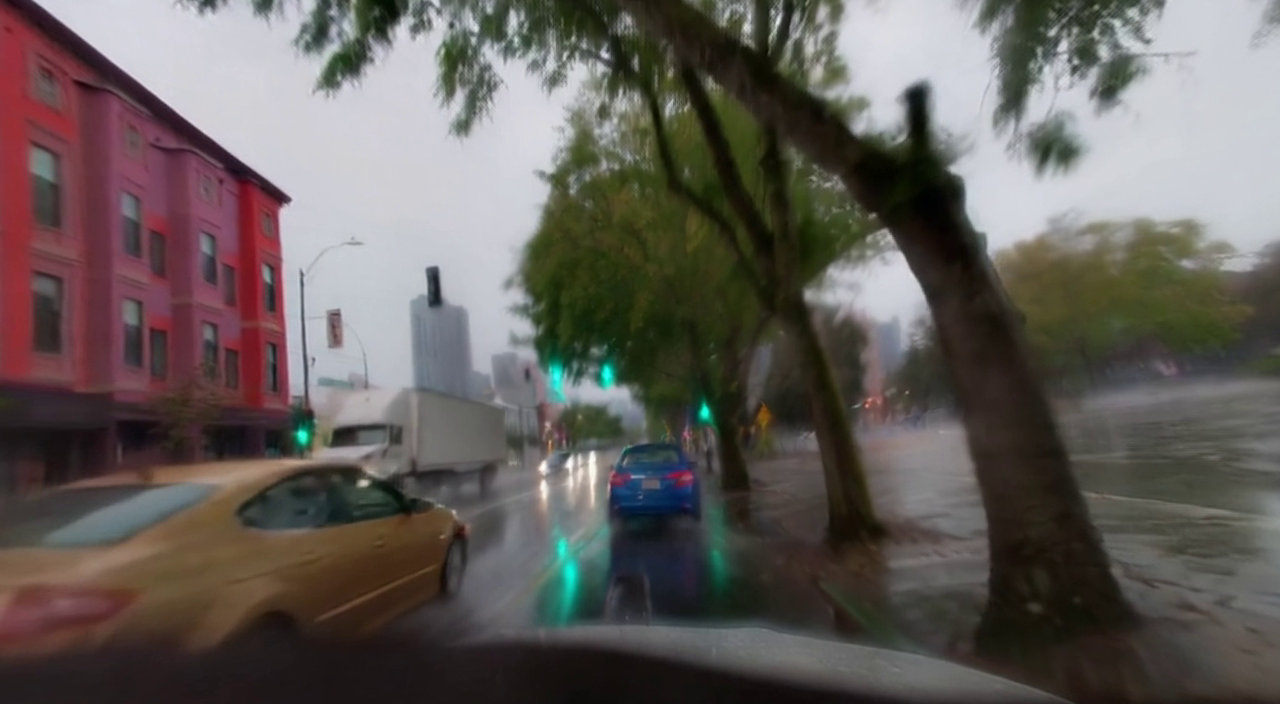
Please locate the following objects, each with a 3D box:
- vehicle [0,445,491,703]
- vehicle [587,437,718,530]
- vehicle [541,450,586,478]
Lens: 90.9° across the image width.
[{"bbox_3d":[-2.738,1.345,4.211,2.099,1.424,4.843,-1,-8,3],"label":"vehicle"},{"bbox_3d":[0.232,2.411,12.128,2.094,1.478,3.922,0,-8,1],"label":"vehicle"},{"bbox_3d":[-4.518,6.651,37.727,1.918,1.475,4.750,-1,-8,2],"label":"vehicle"}]
